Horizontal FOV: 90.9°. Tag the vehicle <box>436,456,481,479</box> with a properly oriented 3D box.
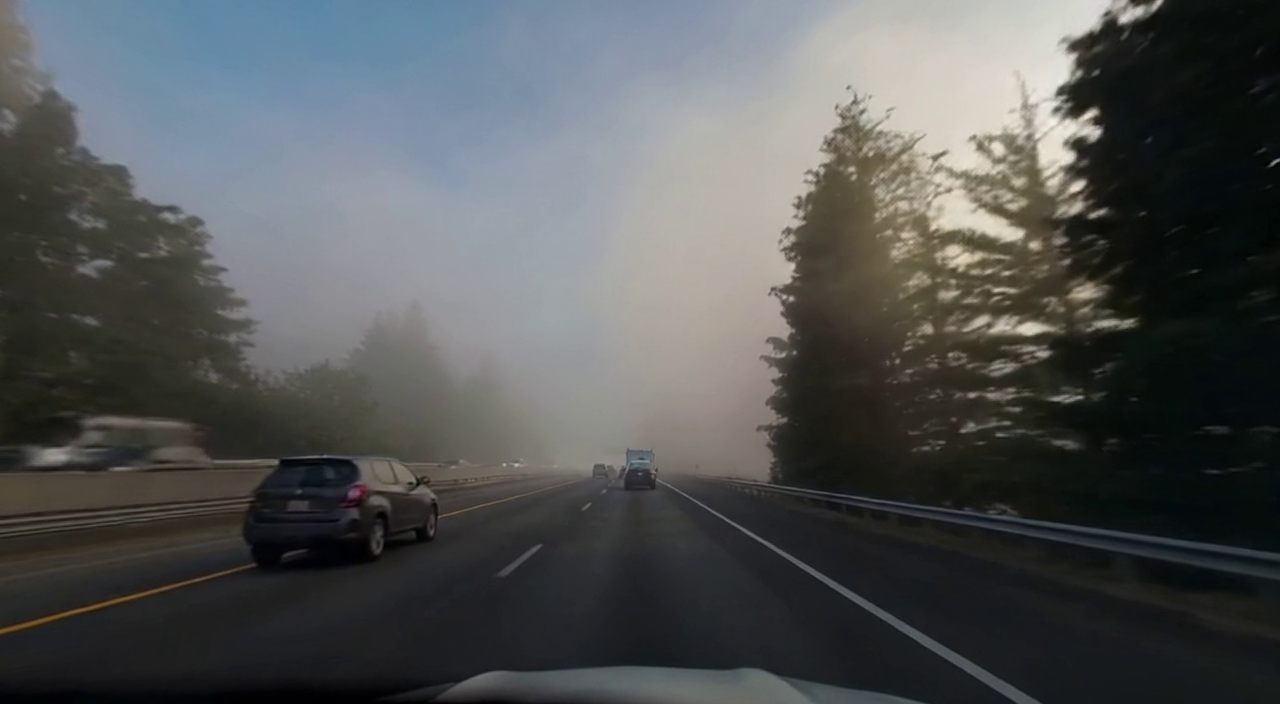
[{"bbox_3d":[-13.135,8.414,45.849,1.995,1.543,4.047,1,-11,0],"label":"vehicle"}]

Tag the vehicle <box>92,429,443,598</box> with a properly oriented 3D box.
[{"bbox_3d":[-4.258,1.935,8.168,2.100,1.605,3.883,1,-11,0],"label":"vehicle"}]

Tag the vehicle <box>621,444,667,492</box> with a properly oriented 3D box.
[{"bbox_3d":[0.200,6.835,37.033,2.482,2.549,5.447,1,-11,-1],"label":"vehicle"}]

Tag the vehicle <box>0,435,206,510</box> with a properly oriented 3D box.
[{"bbox_3d":[-12.746,2.811,14.842,1.871,1.478,4.406,1,-11,0],"label":"vehicle"}]
